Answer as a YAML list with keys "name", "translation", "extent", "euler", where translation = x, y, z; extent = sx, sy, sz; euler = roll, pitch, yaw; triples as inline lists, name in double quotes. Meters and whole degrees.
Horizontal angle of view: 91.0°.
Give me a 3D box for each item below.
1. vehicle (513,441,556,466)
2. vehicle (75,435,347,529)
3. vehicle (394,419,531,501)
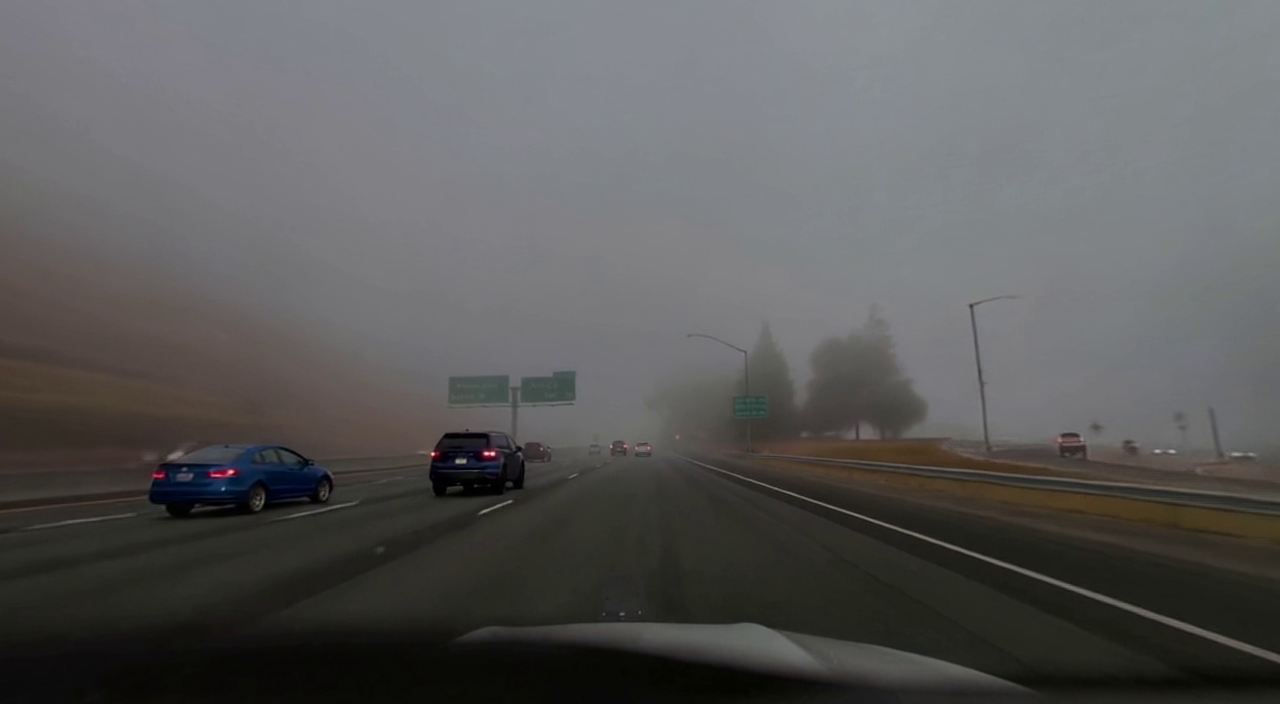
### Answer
- name: "vehicle"
  translation: [-7.216, 7.028, 43.675]
  extent: [2.069, 1.636, 4.483]
  euler: [0, -9, 2]
- name: "vehicle"
  translation: [-8.286, 2.537, 12.948]
  extent: [1.984, 1.508, 4.935]
  euler: [0, -9, 2]
- name: "vehicle"
  translation: [-4.690, 2.965, 17.613]
  extent: [2.219, 1.947, 4.924]
  euler: [0, -9, 2]
